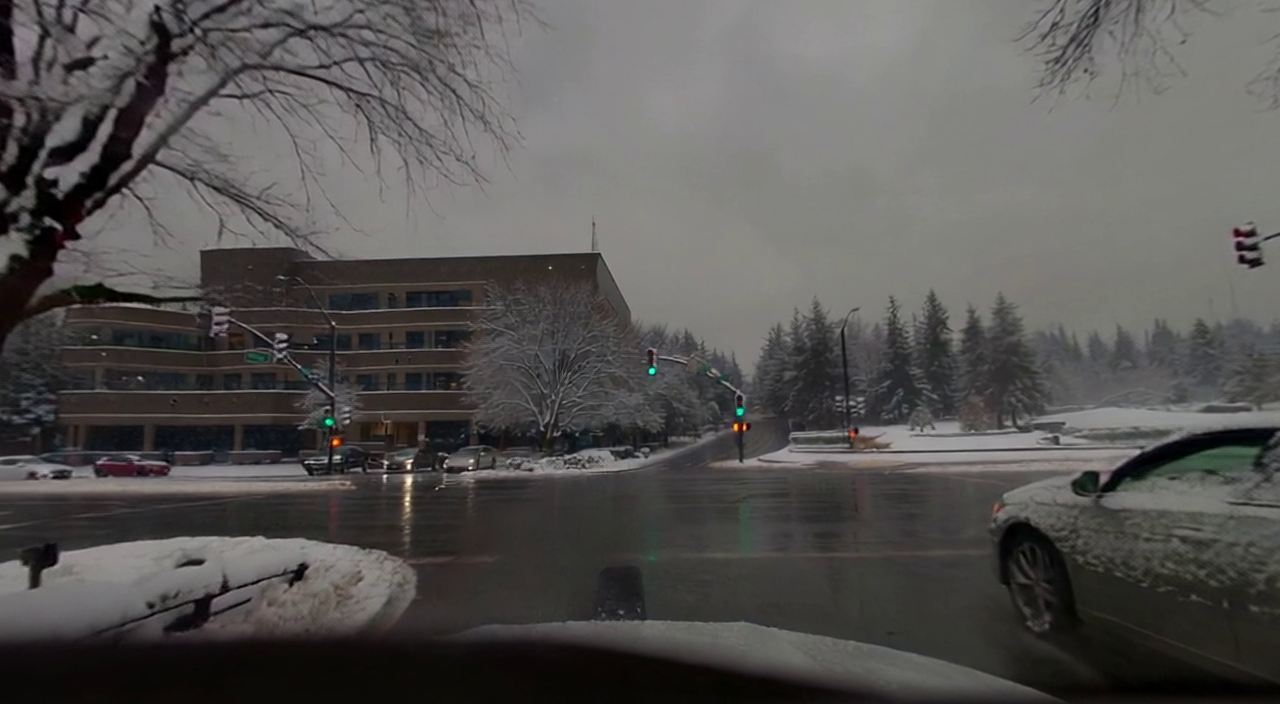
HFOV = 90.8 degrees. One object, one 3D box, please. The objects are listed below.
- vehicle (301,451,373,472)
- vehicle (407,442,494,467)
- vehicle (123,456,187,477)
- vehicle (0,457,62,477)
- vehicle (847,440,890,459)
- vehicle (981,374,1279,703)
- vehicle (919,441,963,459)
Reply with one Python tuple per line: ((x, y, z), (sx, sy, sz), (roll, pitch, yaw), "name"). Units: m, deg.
((-21.778, 7.875, 45.570), (4.207, 1.508, 1.875), (0, -9, 2), "vehicle")
((-14.715, 7.978, 49.305), (6.021, 1.868, 2.172), (0, -9, 1), "vehicle")
((-36.373, 8.583, 47.503), (1.709, 1.410, 3.945), (0, -9, -1), "vehicle")
((-46.228, 8.690, 47.864), (1.627, 1.392, 3.330), (0, -9, -1), "vehicle")
((17.999, 7.713, 49.870), (1.970, 1.449, 3.604), (0, -9, 0), "vehicle")
((3.304, 0.828, 2.158), (1.903, 1.529, 4.254), (0, -9, 0), "vehicle")
((23.680, 7.768, 49.877), (1.817, 1.361, 3.253), (0, -9, -1), "vehicle")
